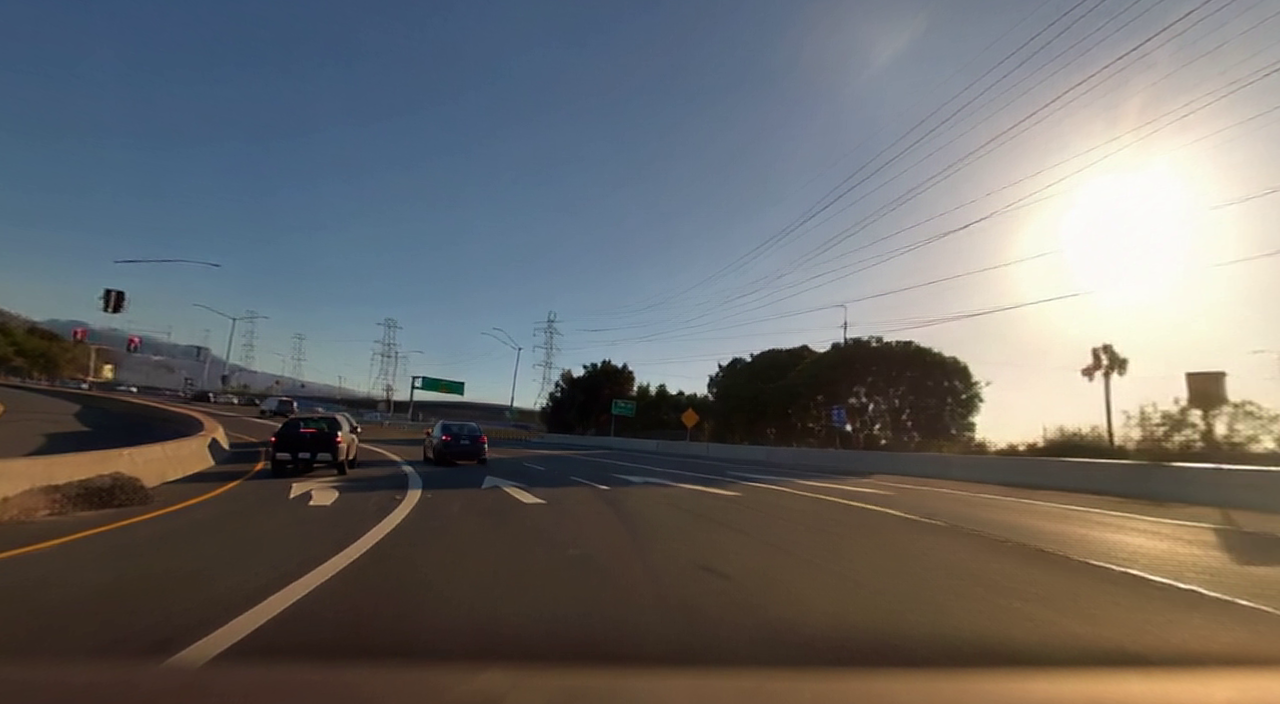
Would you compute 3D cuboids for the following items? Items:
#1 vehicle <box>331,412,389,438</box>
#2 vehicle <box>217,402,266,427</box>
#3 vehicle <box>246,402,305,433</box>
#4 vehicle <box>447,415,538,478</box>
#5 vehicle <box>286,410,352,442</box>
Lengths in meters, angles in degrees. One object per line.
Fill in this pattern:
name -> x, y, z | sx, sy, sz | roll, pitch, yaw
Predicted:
vehicle -> -17.864, 4.680, 40.078 | 4.364, 1.473, 1.832 | -8, -12, 44
vehicle -> -27.757, 4.405, 43.911 | 4.459, 1.486, 1.763 | -8, -12, 44
vehicle -> -22.539, 4.090, 38.947 | 2.076, 1.747, 4.285 | 8, -11, -43
vehicle -> -4.703, 2.928, 19.656 | 2.140, 1.724, 4.304 | 3, -9, -21
vehicle -> -16.670, 3.905, 32.602 | 2.033, 1.501, 4.623 | 7, -11, -38
